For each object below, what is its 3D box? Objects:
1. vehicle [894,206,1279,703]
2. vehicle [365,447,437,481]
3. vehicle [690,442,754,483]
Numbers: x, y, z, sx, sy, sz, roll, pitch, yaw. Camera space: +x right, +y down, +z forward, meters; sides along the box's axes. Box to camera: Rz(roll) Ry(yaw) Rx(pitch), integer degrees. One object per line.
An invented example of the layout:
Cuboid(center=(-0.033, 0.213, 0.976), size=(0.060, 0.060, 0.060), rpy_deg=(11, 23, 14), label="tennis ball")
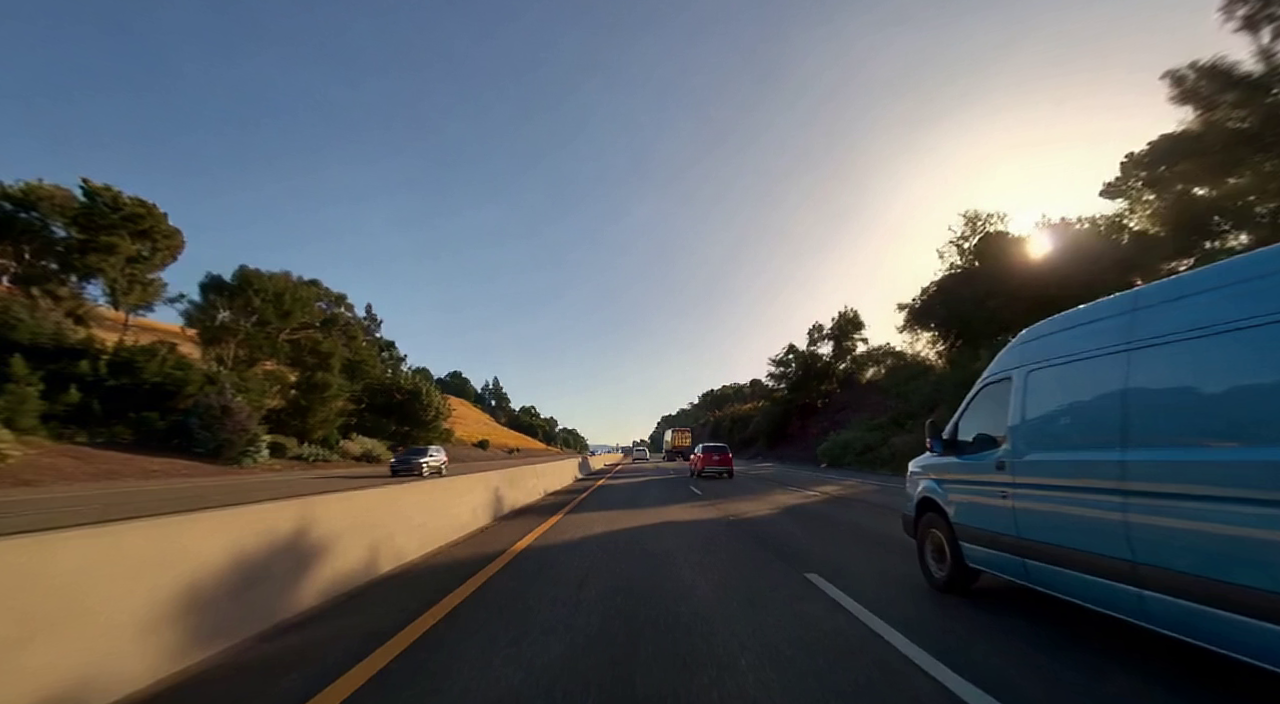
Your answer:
Cuboid(center=(3.744, 0.730, 3.736), size=(2.242, 2.285, 5.233), rpy_deg=(0, -9, 0), label="vehicle")
Cuboid(center=(-11.332, 5.308, 30.184), size=(1.879, 1.504, 3.929), rpy_deg=(0, -9, 0), label="vehicle")
Cuboid(center=(3.520, 4.856, 28.053), size=(2.130, 1.658, 4.537), rpy_deg=(0, -9, -1), label="vehicle")
